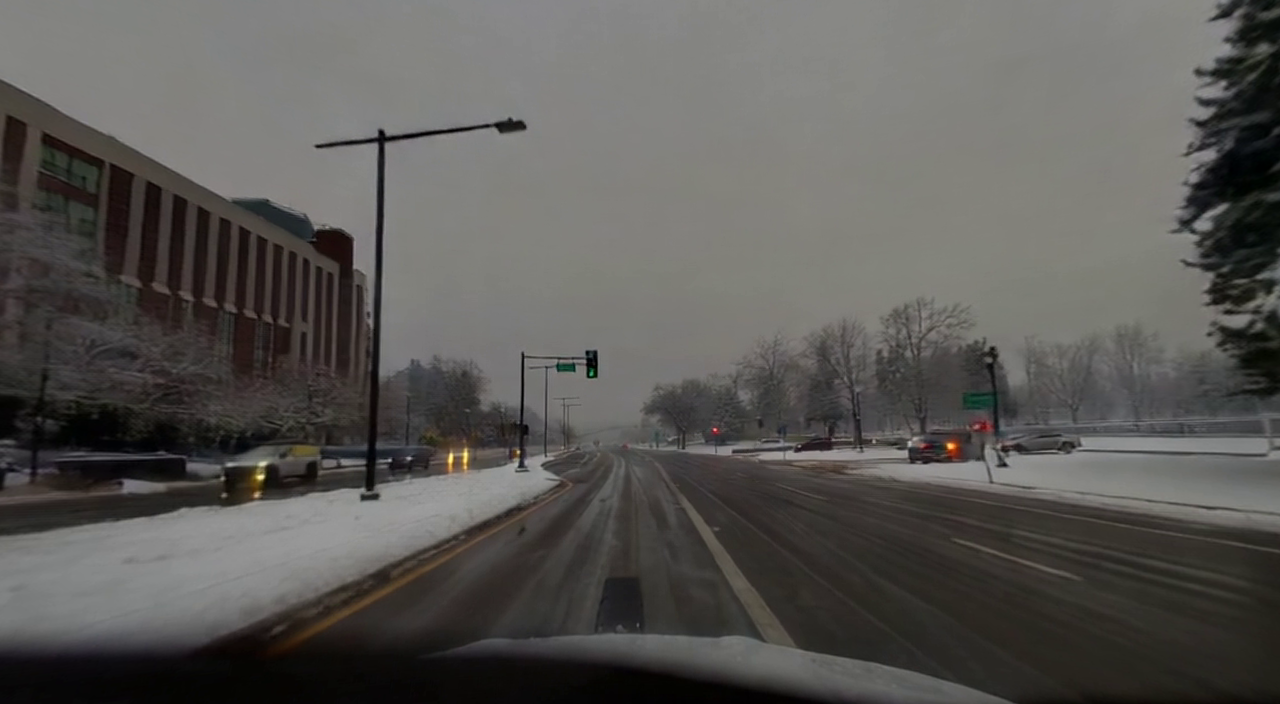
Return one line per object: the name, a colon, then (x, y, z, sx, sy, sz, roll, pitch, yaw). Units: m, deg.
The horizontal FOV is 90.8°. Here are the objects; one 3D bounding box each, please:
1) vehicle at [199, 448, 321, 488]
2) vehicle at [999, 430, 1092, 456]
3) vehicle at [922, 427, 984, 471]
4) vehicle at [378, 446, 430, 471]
vehicle: (-18.545, 5.671, 31.255, 2.575, 1.738, 5.473, -1, -9, 1)
vehicle: (31.445, 7.100, 49.134, 5.509, 1.904, 2.614, 1, -9, -6)
vehicle: (17.062, 5.286, 34.591, 1.686, 2.284, 3.164, 0, -8, 1)
vehicle: (-18.251, 8.240, 49.121, 2.041, 1.826, 4.878, -1, -9, 1)
